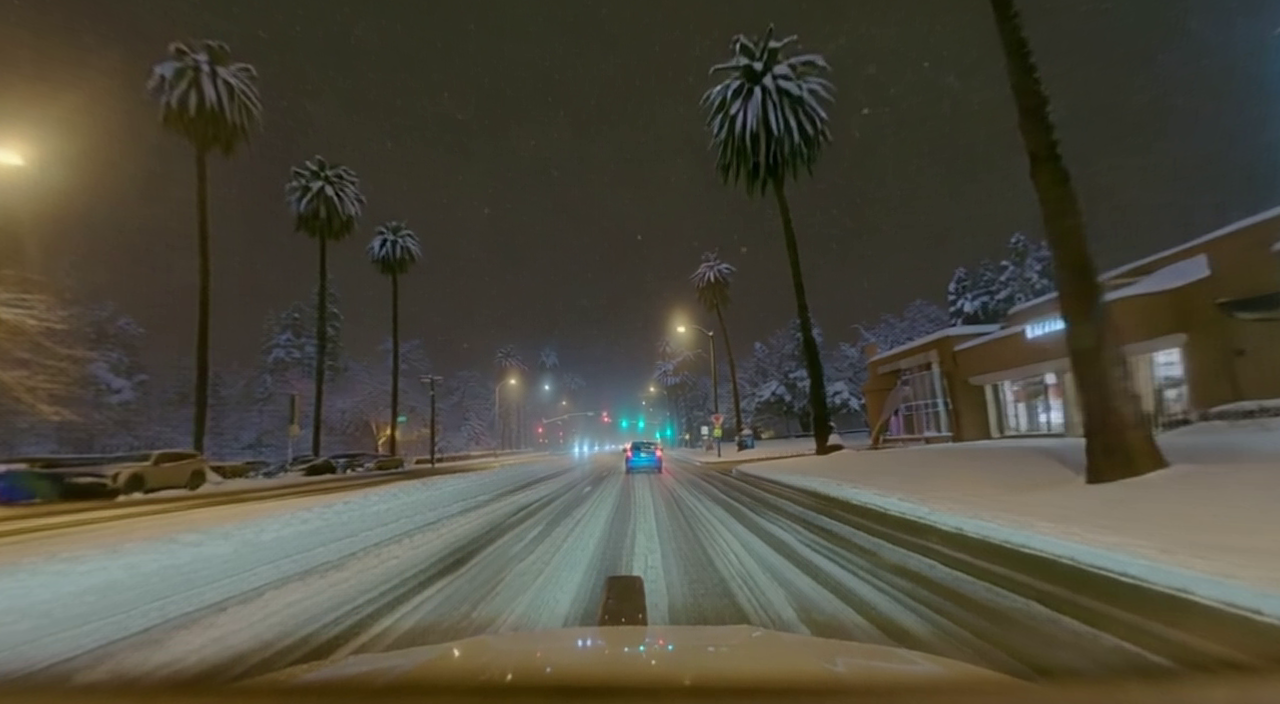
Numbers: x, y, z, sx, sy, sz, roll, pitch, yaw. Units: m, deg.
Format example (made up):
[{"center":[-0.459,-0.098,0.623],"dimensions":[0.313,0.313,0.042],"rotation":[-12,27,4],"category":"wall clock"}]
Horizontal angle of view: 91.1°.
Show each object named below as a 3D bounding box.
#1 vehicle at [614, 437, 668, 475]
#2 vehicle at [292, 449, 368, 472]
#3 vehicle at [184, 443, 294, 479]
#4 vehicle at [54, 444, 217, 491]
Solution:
[{"center":[0.056,4.447,27.066],"dimensions":[2.144,1.514,4.063],"rotation":[0,-9,0],"category":"vehicle"},{"center":[-21.185,7.419,43.105],"dimensions":[4.440,1.498,2.001],"rotation":[3,-9,-20],"category":"vehicle"},{"center":[-21.767,5.918,34.186],"dimensions":[4.536,1.838,2.042],"rotation":[0,-9,2],"category":"vehicle"},{"center":[-21.317,4.879,26.705],"dimensions":[4.979,1.893,2.084],"rotation":[0,-9,-2],"category":"vehicle"}]
